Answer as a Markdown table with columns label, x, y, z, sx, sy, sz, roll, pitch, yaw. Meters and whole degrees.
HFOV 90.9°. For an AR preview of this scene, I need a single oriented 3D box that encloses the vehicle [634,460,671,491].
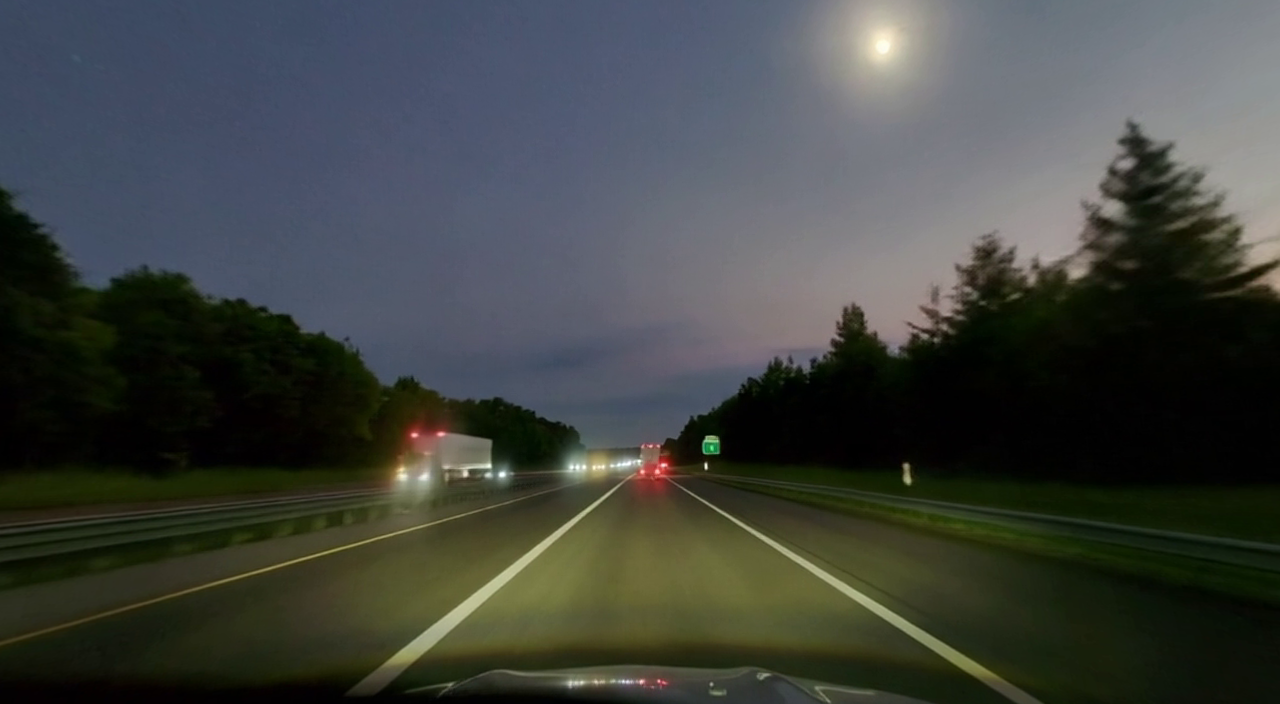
| label | x | y | z | sx | sy | sz | roll | pitch | yaw |
| --- | --- | --- | --- | --- | --- | --- | --- | --- | --- |
| vehicle | 0.698 | 7.282 | 37.261 | 2.048 | 1.663 | 4.377 | 1 | -10 | 0 |

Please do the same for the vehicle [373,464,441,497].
| label | x | y | z | sx | sy | sz | roll | pitch | yaw |
| --- | --- | --- | --- | --- | --- | --- | --- | --- | --- |
| vehicle | -11.124 | 6.143 | 30.290 | 1.787 | 1.428 | 3.643 | 1 | -10 | 1 |

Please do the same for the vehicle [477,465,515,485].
| label | x | y | z | sx | sy | sz | roll | pitch | yaw |
| --- | --- | --- | --- | --- | --- | --- | --- | --- | --- |
| vehicle | -10.966 | 9.444 | 48.331 | 1.829 | 1.432 | 4.294 | 1 | -10 | 1 |

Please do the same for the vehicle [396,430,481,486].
| label | x | y | z | sx | sy | sz | roll | pitch | yaw |
| --- | --- | --- | --- | --- | --- | --- | --- | --- | --- |
| vehicle | -15.563 | 8.441 | 49.736 | 3.015 | 3.895 | 10.076 | 0 | -10 | 2 |
